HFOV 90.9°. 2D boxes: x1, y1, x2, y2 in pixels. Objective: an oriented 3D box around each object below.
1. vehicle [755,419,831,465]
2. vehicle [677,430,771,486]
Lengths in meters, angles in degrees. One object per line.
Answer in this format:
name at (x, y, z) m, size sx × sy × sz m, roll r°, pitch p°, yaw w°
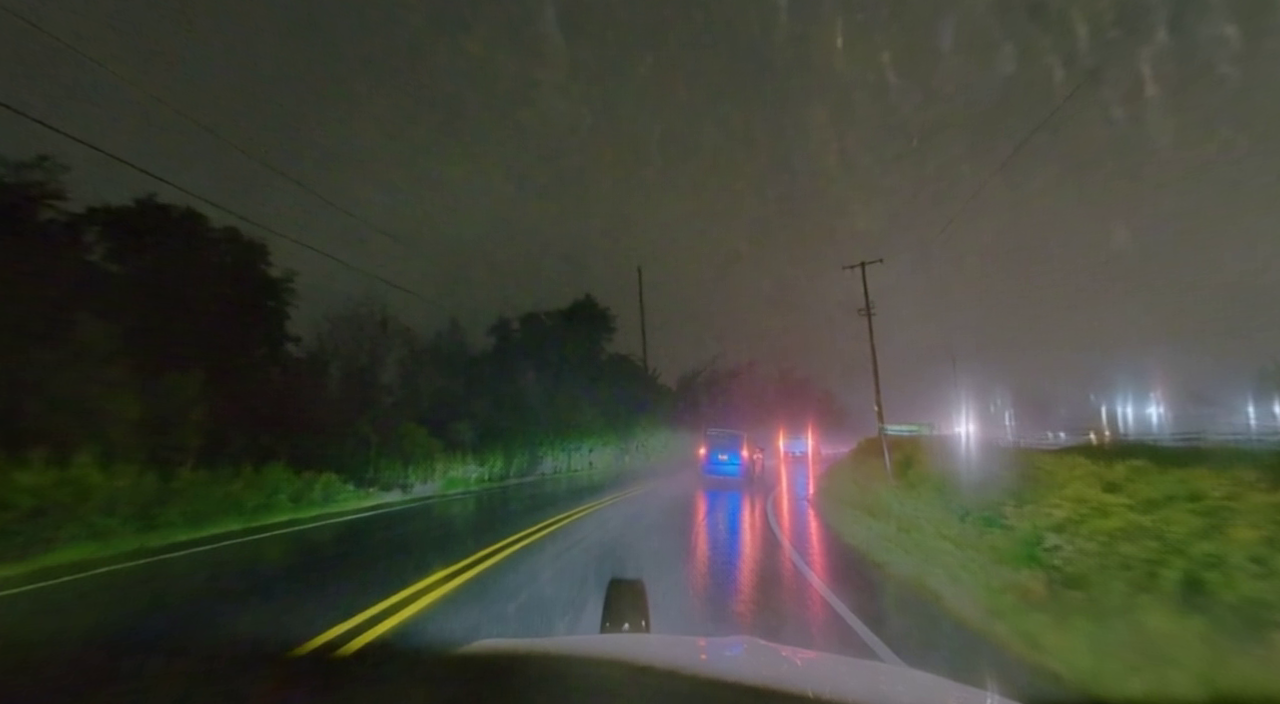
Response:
vehicle at (8.052, 4.701, 32.729) m, size 2.376 × 2.145 × 5.953 m, roll -4°, pitch -10°, yaw 27°
vehicle at (2.770, 3.308, 19.912) m, size 2.157 × 1.565 × 4.243 m, roll -3°, pitch -9°, yaw 18°
